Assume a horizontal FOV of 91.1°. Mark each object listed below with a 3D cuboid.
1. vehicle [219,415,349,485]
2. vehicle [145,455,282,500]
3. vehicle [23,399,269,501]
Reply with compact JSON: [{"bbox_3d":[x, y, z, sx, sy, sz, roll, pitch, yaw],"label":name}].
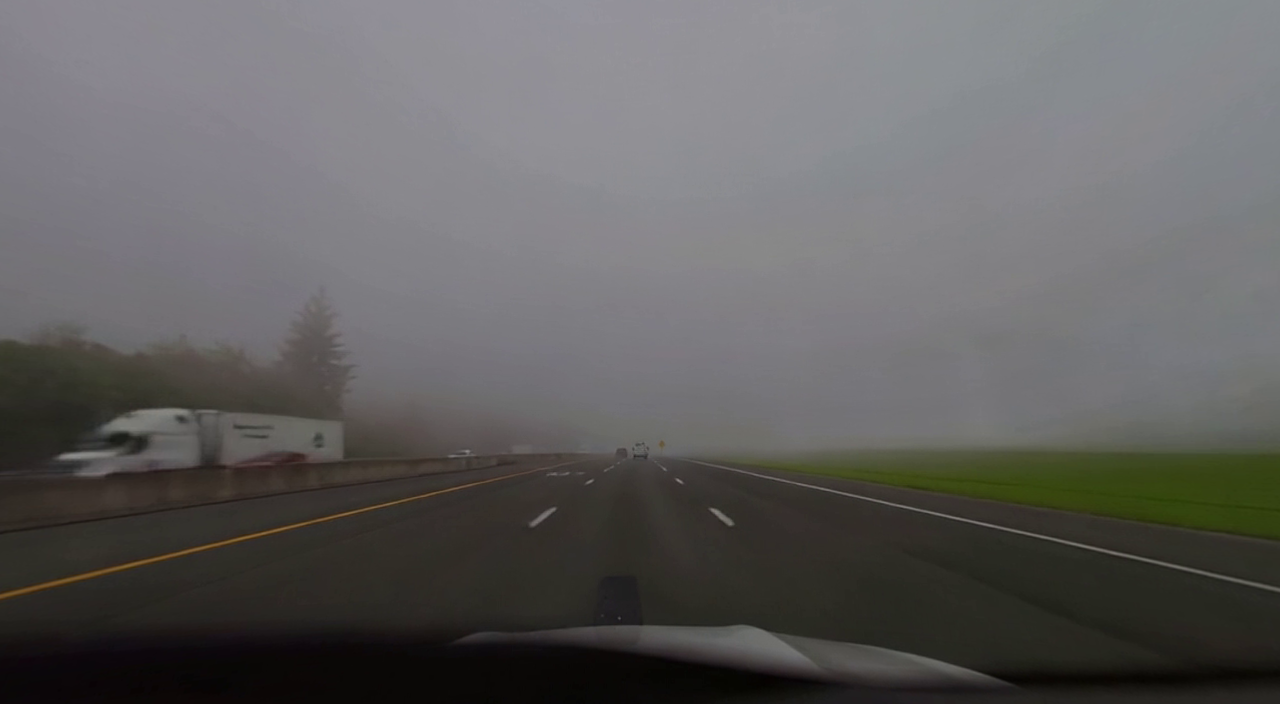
[{"bbox_3d":[-20.138,5.627,36.290,2.808,3.543,7.919,0,-9,0],"label":"vehicle"},{"bbox_3d":[-16.125,4.727,24.146,1.918,1.483,4.812,0,-9,0],"label":"vehicle"},{"bbox_3d":[-20.151,4.150,26.811,2.956,3.545,9.120,-1,-9,0],"label":"vehicle"}]
